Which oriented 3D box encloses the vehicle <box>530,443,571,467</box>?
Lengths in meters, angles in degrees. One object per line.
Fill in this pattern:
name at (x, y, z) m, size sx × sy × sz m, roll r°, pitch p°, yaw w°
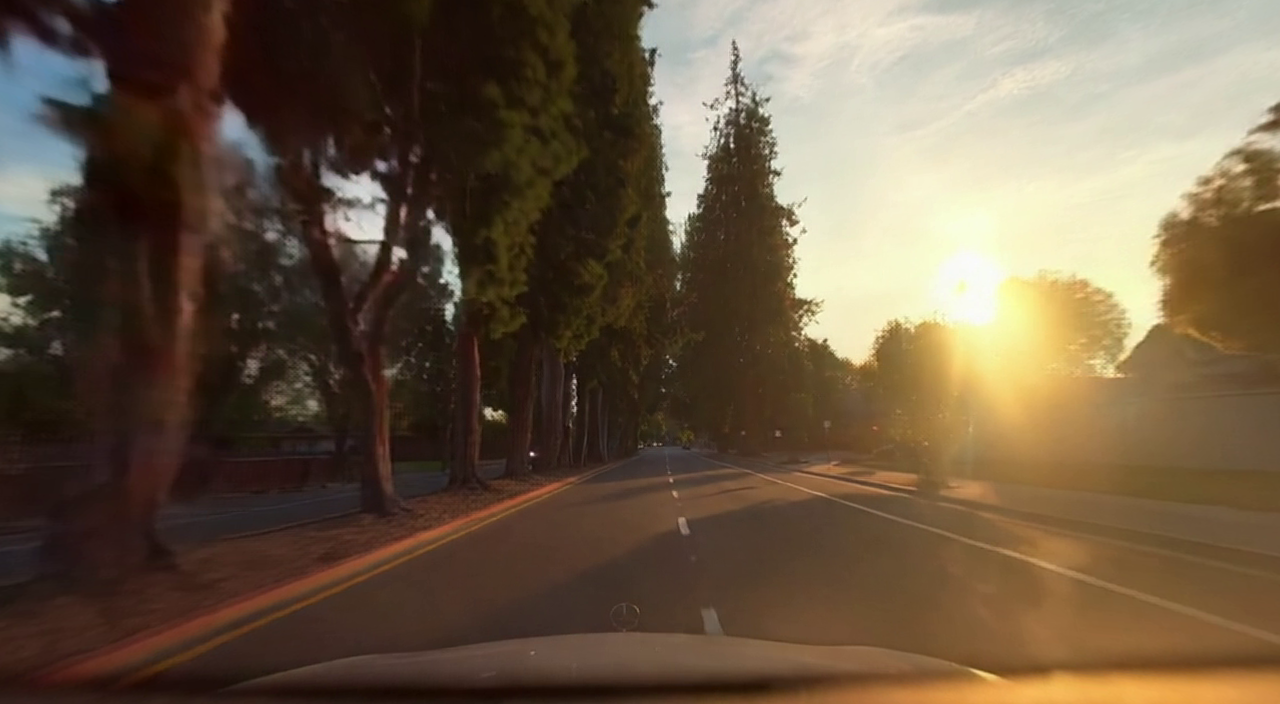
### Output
vehicle at (-6.339, 7.333, 45.081) m, size 2.000 × 1.570 × 4.808 m, roll -1°, pitch -9°, yaw 3°
